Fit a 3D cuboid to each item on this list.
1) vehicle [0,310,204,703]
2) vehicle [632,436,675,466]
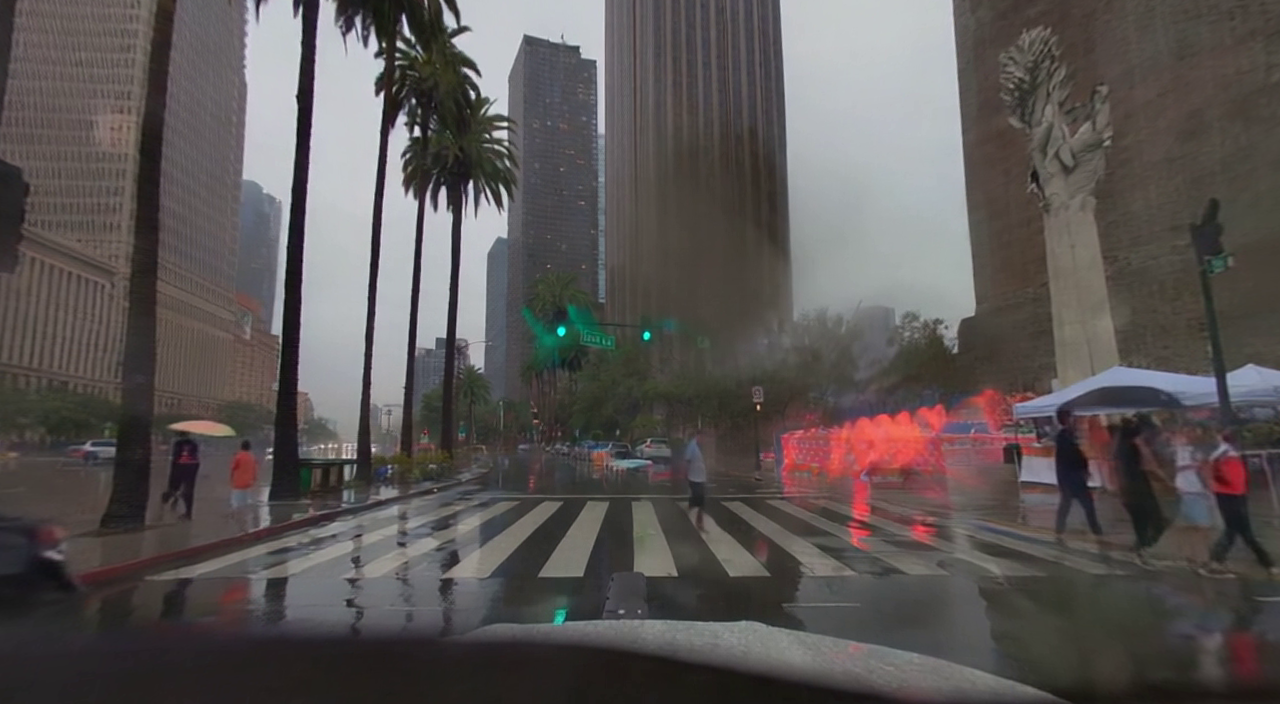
[{"bbox_3d":[-3.225,0.495,0.813,1.948,1.674,4.668,0,-8,0],"label":"vehicle"},{"bbox_3d":[0.914,7.288,46.648,2.322,2.071,5.366,1,-9,-9],"label":"vehicle"}]
